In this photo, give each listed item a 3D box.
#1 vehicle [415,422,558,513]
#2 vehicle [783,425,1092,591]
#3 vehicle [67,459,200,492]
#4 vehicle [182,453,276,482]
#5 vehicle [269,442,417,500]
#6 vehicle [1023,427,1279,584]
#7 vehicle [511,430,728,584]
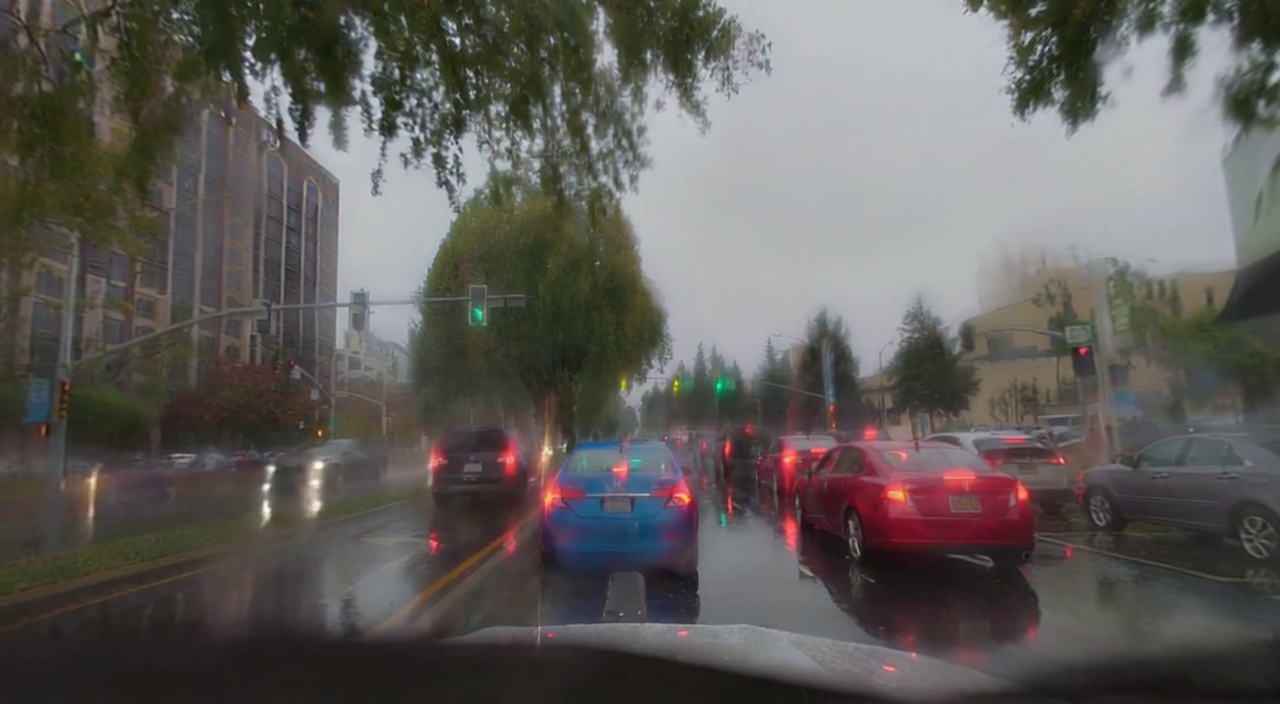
[{"bbox_3d":[-3.437,2.709,15.387,2.160,1.823,5.115,0,-8,1],"label":"vehicle"},{"bbox_3d":[3.237,1.757,8.001,2.020,1.513,4.120,0,-8,2],"label":"vehicle"},{"bbox_3d":[-25.269,6.144,31.738,4.679,1.488,2.052,2,-9,-13],"label":"vehicle"},{"bbox_3d":[-24.720,6.972,38.117,4.238,1.671,1.898,2,-9,-10],"label":"vehicle"},{"bbox_3d":[-8.505,3.423,18.678,1.966,1.469,4.714,0,-9,2],"label":"vehicle"},{"bbox_3d":[7.198,1.737,7.820,2.004,1.508,4.646,0,-8,0],"label":"vehicle"},{"bbox_3d":[-0.177,1.802,8.157,2.098,1.477,3.897,0,-8,1],"label":"vehicle"}]
